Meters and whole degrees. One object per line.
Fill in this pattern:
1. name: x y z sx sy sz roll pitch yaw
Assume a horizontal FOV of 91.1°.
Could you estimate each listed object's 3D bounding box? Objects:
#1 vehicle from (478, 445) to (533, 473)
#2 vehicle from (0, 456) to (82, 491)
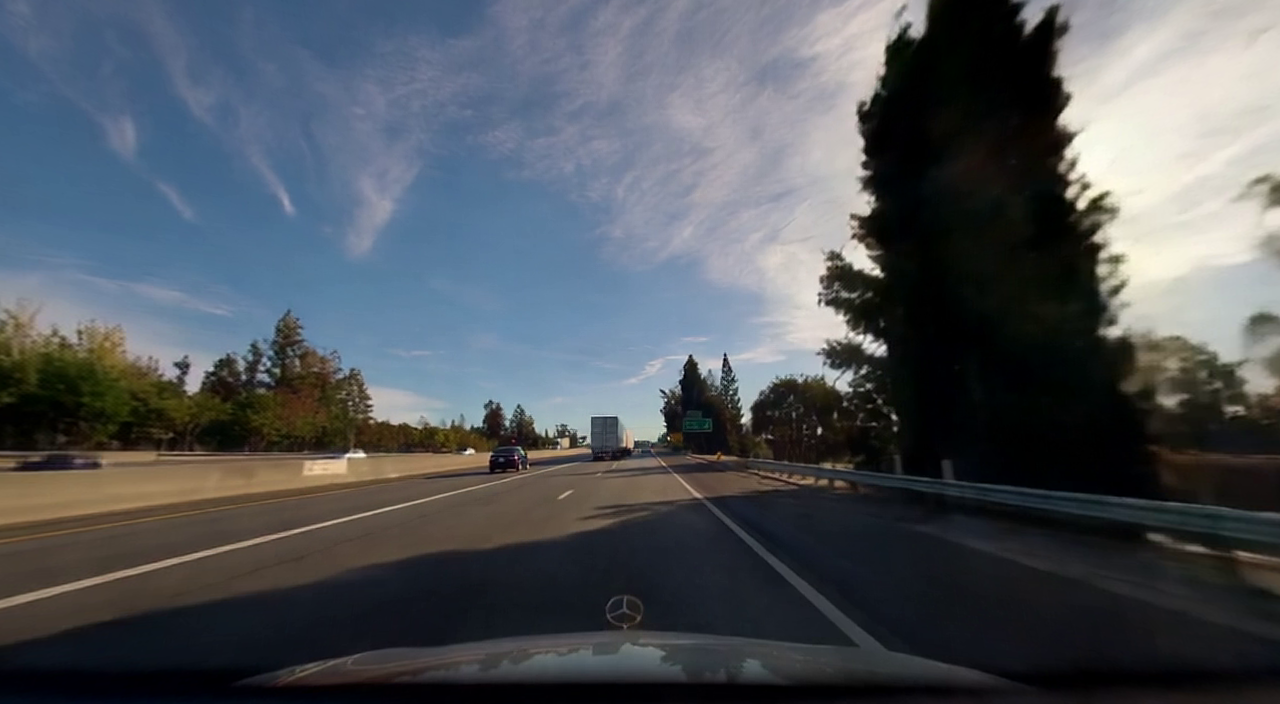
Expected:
1. vehicle: -7.431 5.936 35.075 1.901 1.467 4.629 0 -8 2
2. vehicle: -29.176 5.673 29.509 1.792 1.433 4.360 0 -8 1
